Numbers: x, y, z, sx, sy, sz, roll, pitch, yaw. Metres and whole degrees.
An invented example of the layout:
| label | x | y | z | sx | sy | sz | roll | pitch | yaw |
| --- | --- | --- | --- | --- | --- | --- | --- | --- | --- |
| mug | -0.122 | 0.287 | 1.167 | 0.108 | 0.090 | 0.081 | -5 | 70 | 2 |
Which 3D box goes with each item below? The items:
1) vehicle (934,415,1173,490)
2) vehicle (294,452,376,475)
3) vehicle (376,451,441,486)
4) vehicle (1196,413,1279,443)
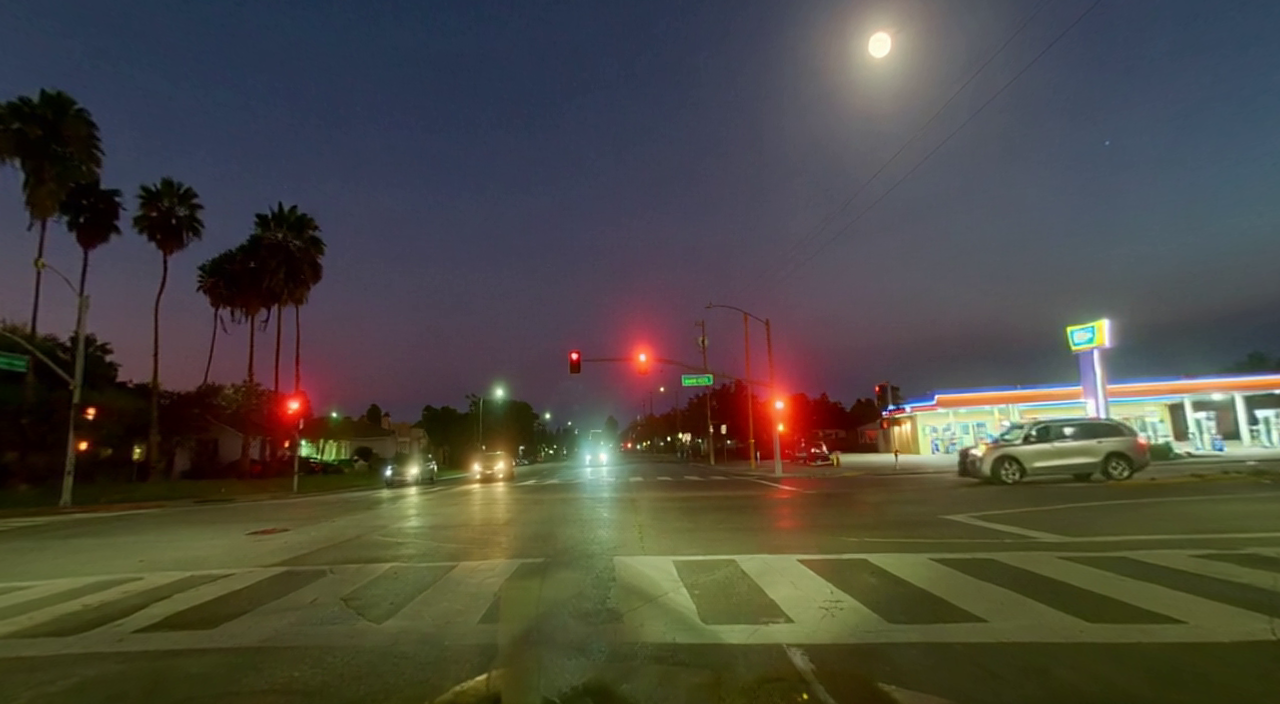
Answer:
| label | x | y | z | sx | sy | sz | roll | pitch | yaw |
| --- | --- | --- | --- | --- | --- | --- | --- | --- | --- |
| vehicle | 10.800 | 2.620 | 16.721 | 5.086 | 1.817 | 1.952 | 1 | -9 | -7 |
| vehicle | -20.952 | 7.671 | 43.511 | 4.672 | 1.469 | 1.816 | -1 | -9 | -2 |
| vehicle | -13.056 | 6.554 | 35.942 | 2.009 | 1.777 | 4.559 | 0 | -9 | -1 |
| vehicle | 38.295 | 4.795 | 39.971 | 4.488 | 1.447 | 1.765 | -5 | -8 | -1 |
